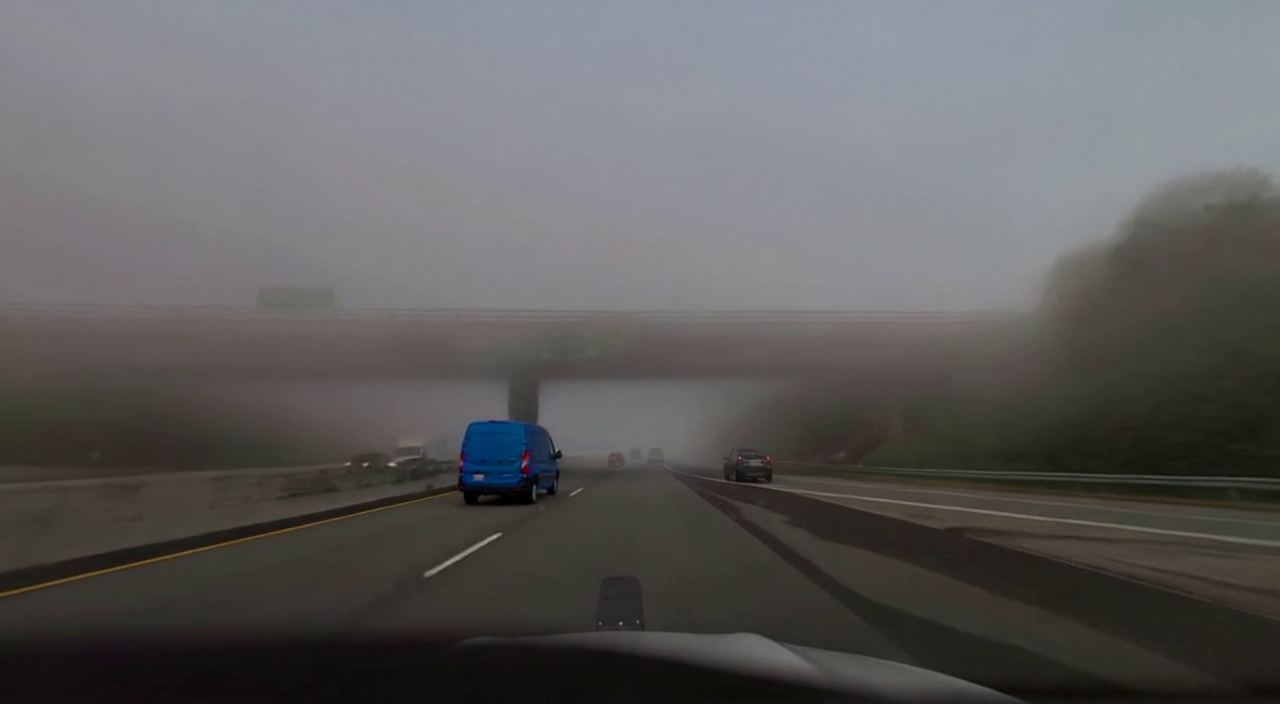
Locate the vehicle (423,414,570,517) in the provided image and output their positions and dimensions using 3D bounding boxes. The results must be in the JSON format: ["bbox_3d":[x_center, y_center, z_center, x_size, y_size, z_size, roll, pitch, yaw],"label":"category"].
[{"bbox_3d":[-3.142,2.654,15.176,2.310,2.030,5.094,0,-9,0],"label":"vehicle"}]

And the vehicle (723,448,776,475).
[{"bbox_3d":[6.552,6.609,38.221,1.972,1.492,4.623,1,-9,-5],"label":"vehicle"}]

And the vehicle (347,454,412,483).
[{"bbox_3d":[-16.051,7.159,39.132,1.960,1.632,4.602,0,-9,1],"label":"vehicle"}]
